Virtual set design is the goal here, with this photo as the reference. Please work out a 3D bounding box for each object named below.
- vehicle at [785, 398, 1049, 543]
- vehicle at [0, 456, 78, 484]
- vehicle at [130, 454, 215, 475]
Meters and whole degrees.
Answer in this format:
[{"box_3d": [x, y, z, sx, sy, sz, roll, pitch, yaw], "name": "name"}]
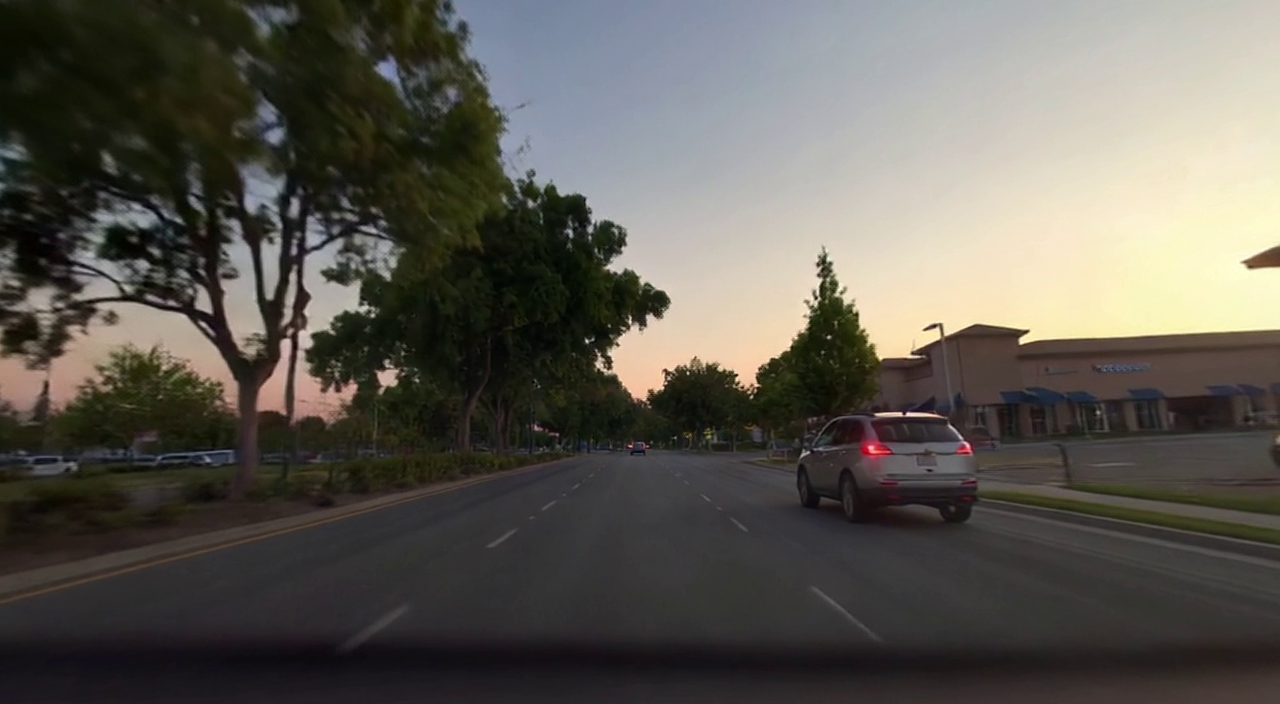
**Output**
[{"box_3d": [4.377, 1.989, 11.227, 2.185, 1.956, 5.128, 0, -8, -2], "name": "vehicle"}, {"box_3d": [-33.002, 6.281, 33.637, 4.463, 1.411, 1.779, -1, -8, 2], "name": "vehicle"}, {"box_3d": [-32.878, 7.892, 44.484, 4.635, 1.422, 1.725, -1, -8, 3], "name": "vehicle"}]
